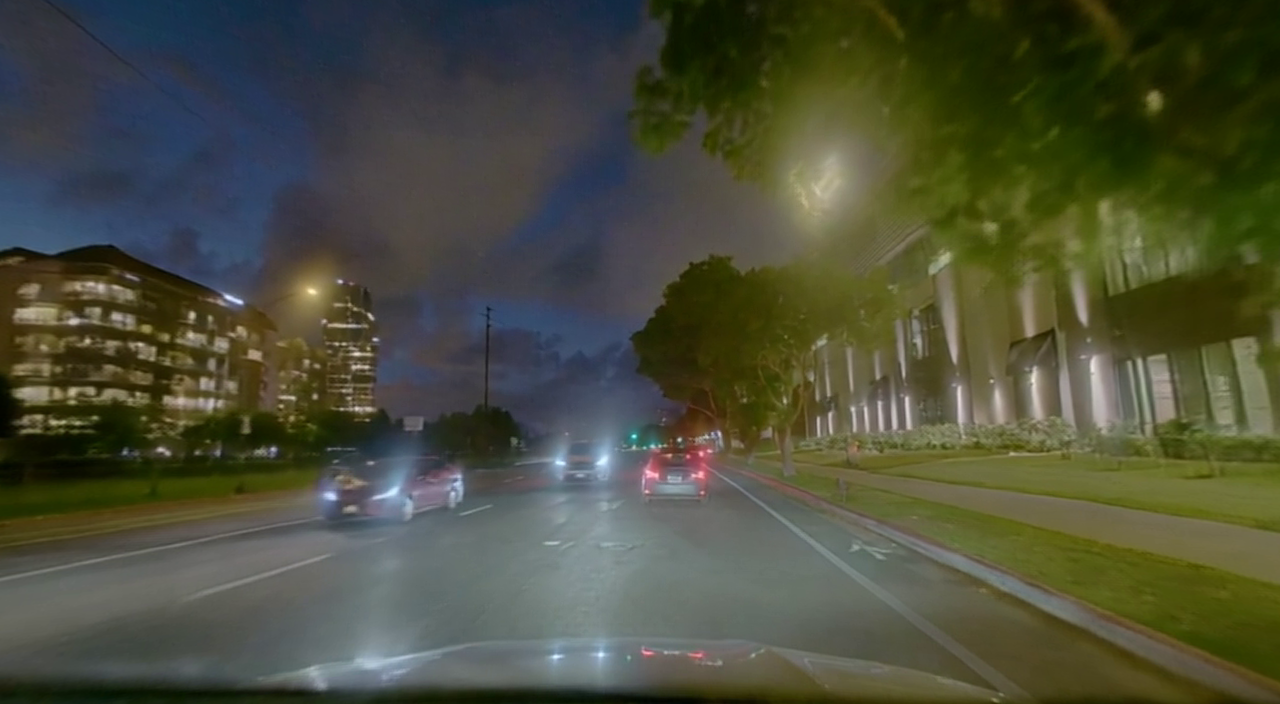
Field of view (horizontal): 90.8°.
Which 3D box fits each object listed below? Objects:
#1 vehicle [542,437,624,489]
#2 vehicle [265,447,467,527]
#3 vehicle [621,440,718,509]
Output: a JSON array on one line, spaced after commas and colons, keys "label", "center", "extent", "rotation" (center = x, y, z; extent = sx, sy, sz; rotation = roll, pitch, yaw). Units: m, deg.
[{"label": "vehicle", "center": [-1.964, 4.063, 23.473], "extent": [2.294, 1.695, 4.792], "rotation": [-1, -8, 4]}, {"label": "vehicle", "center": [-5.778, 2.877, 14.166], "extent": [2.170, 1.465, 4.648], "rotation": [-1, -9, 4]}, {"label": "vehicle", "center": [0.769, 2.991, 15.978], "extent": [2.116, 1.479, 4.358], "rotation": [-1, -8, 3]}]
